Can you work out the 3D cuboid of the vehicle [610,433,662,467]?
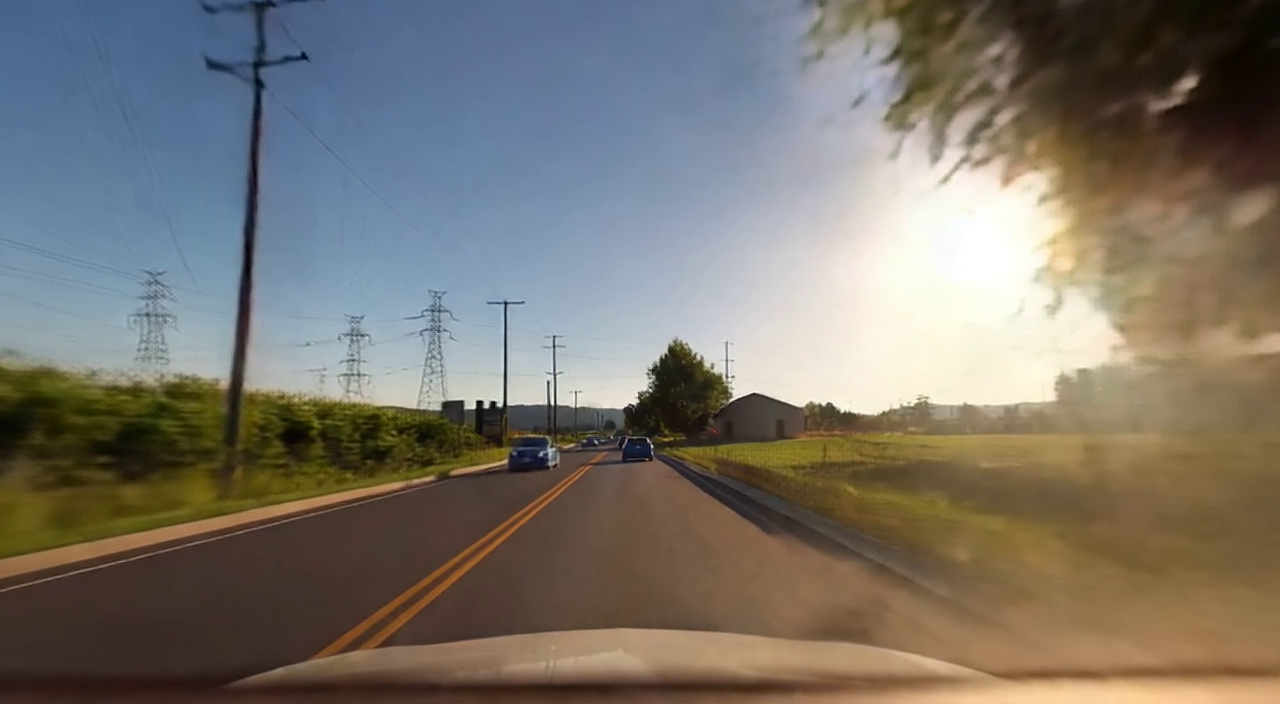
[{"bbox_3d":[-0.215,4.493,29.176,2.241,1.471,3.829,0,-8,-2],"label":"vehicle"}]

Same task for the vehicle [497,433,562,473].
[{"bbox_3d":[-4.485,4.159,26.243,2.019,1.511,4.290,0,-8,-1],"label":"vehicle"}]
